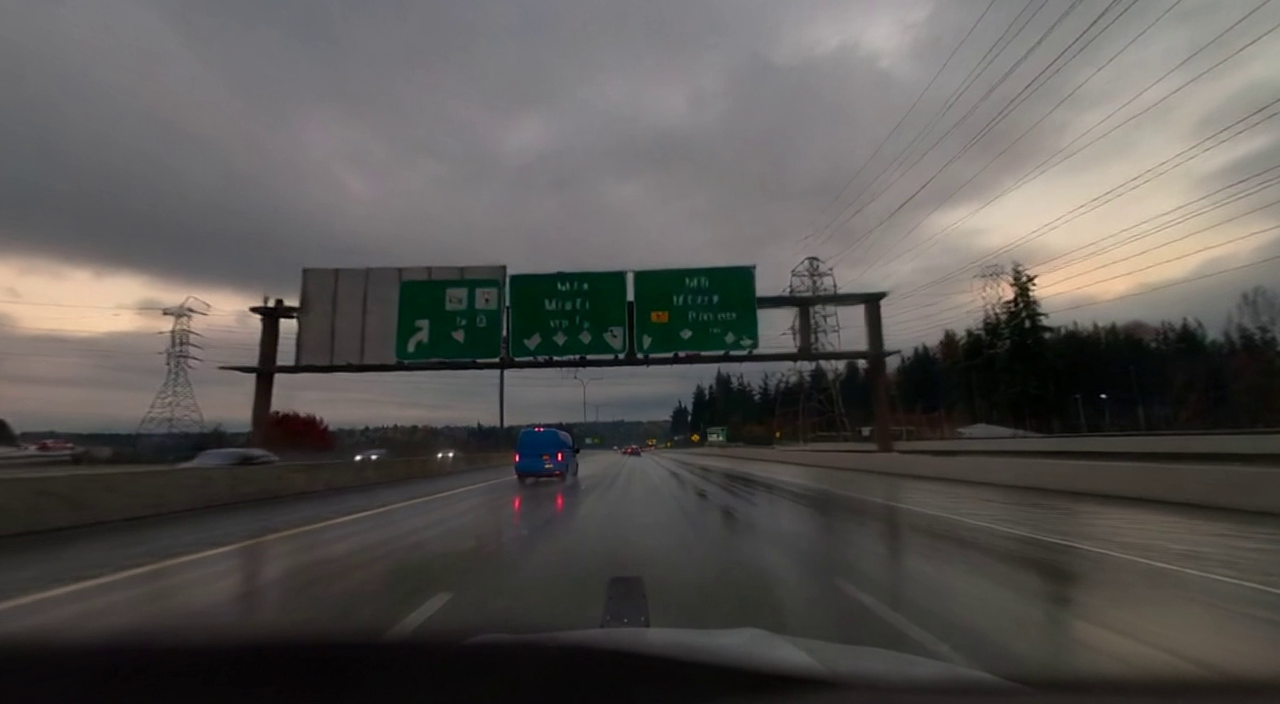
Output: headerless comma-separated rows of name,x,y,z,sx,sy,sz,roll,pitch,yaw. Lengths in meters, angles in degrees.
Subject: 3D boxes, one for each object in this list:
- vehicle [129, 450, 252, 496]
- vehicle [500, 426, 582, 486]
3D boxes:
vehicle,-16.022,4.283,22.663,1.727,1.450,3.615,0,-8,0
vehicle,-3.582,3.873,23.687,2.281,2.025,4.586,0,-8,0
